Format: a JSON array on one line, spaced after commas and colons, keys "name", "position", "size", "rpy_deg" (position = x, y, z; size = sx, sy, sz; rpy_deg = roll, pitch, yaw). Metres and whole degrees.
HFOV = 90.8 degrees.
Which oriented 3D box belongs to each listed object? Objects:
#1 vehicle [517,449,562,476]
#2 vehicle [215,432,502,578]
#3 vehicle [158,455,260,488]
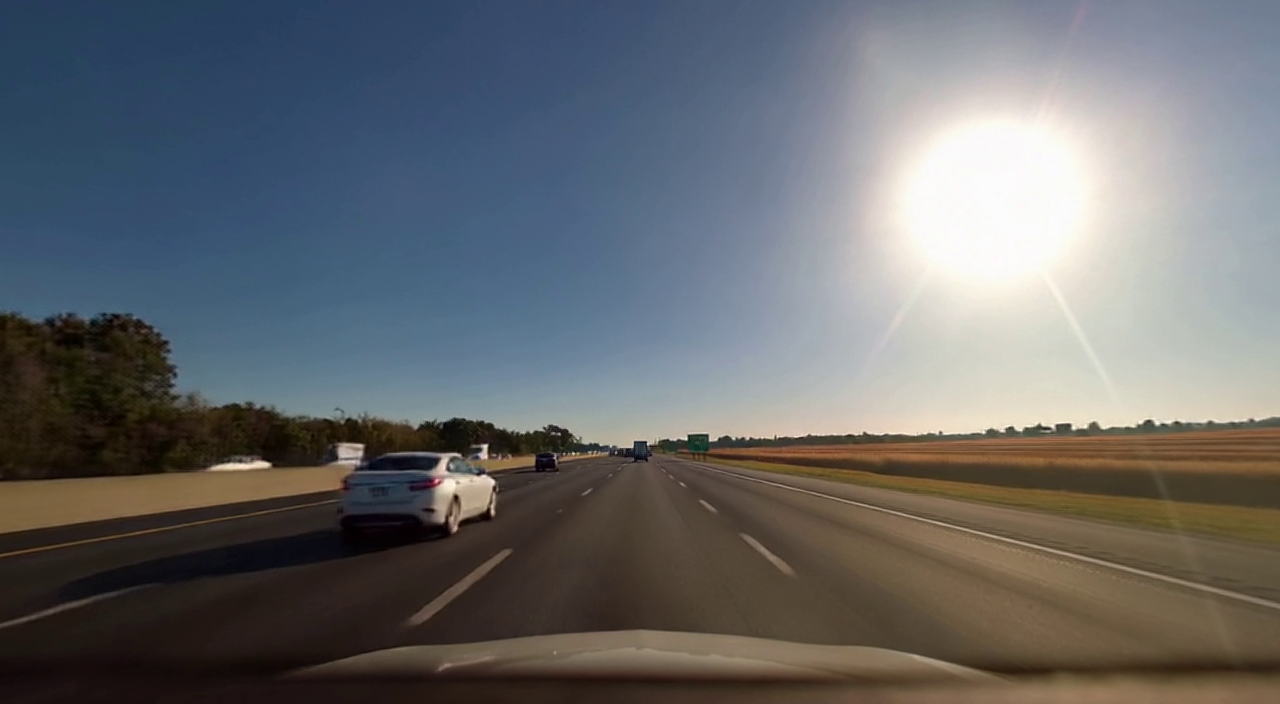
[{"name": "vehicle", "position": [-6.718, 7.442, 42.815], "size": [2.234, 1.698, 4.634], "rpy_deg": [0, -9, 1]}, {"name": "vehicle", "position": [-3.636, 2.065, 9.304], "size": [2.139, 1.607, 4.378], "rpy_deg": [0, -9, 1]}, {"name": "vehicle", "position": [-21.713, 6.019, 32.052], "size": [1.897, 1.499, 4.565], "rpy_deg": [0, -9, 1]}]
